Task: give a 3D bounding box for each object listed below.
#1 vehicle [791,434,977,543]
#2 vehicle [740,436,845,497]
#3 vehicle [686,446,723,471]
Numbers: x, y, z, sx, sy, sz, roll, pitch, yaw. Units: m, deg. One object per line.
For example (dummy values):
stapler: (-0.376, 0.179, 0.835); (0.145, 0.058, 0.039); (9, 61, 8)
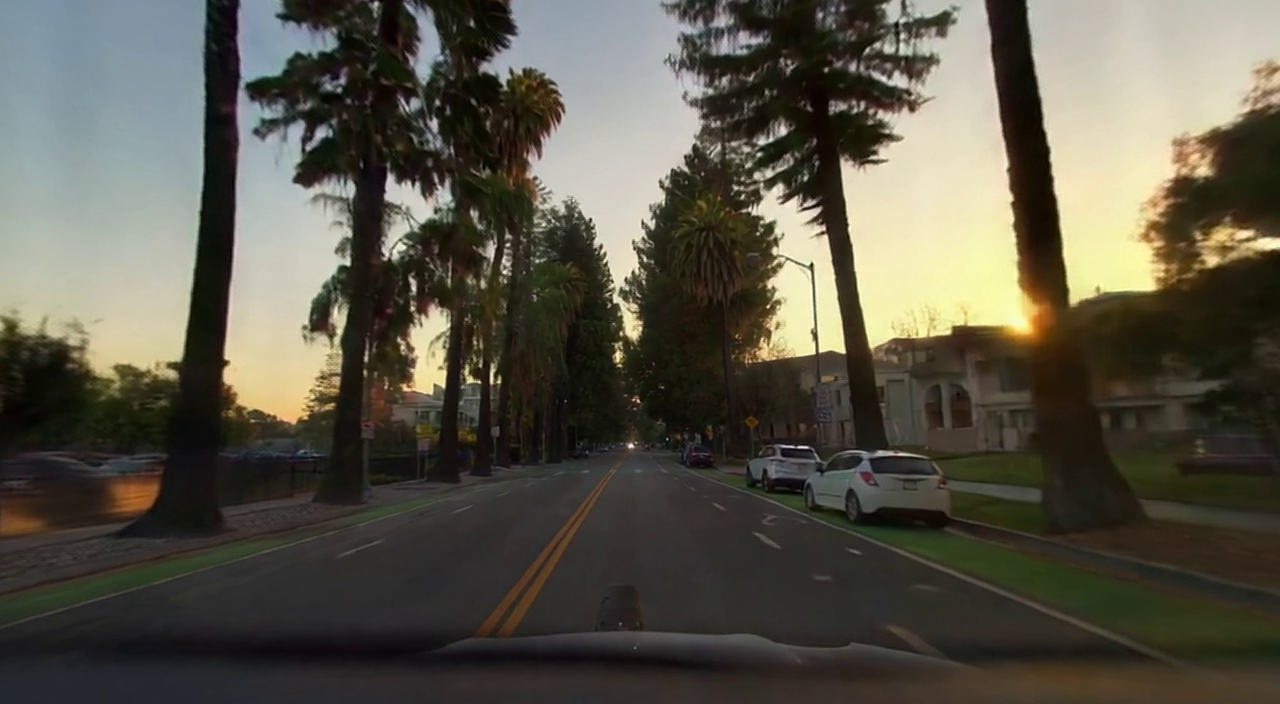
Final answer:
vehicle: (4.485, 2.568, 12.492); (2.000, 1.732, 4.298); (-1, -9, 1)
vehicle: (4.747, 3.661, 20.546); (2.144, 1.720, 4.794); (0, -9, -1)
vehicle: (4.380, 7.352, 43.767); (1.997, 1.640, 4.494); (0, -9, -1)
